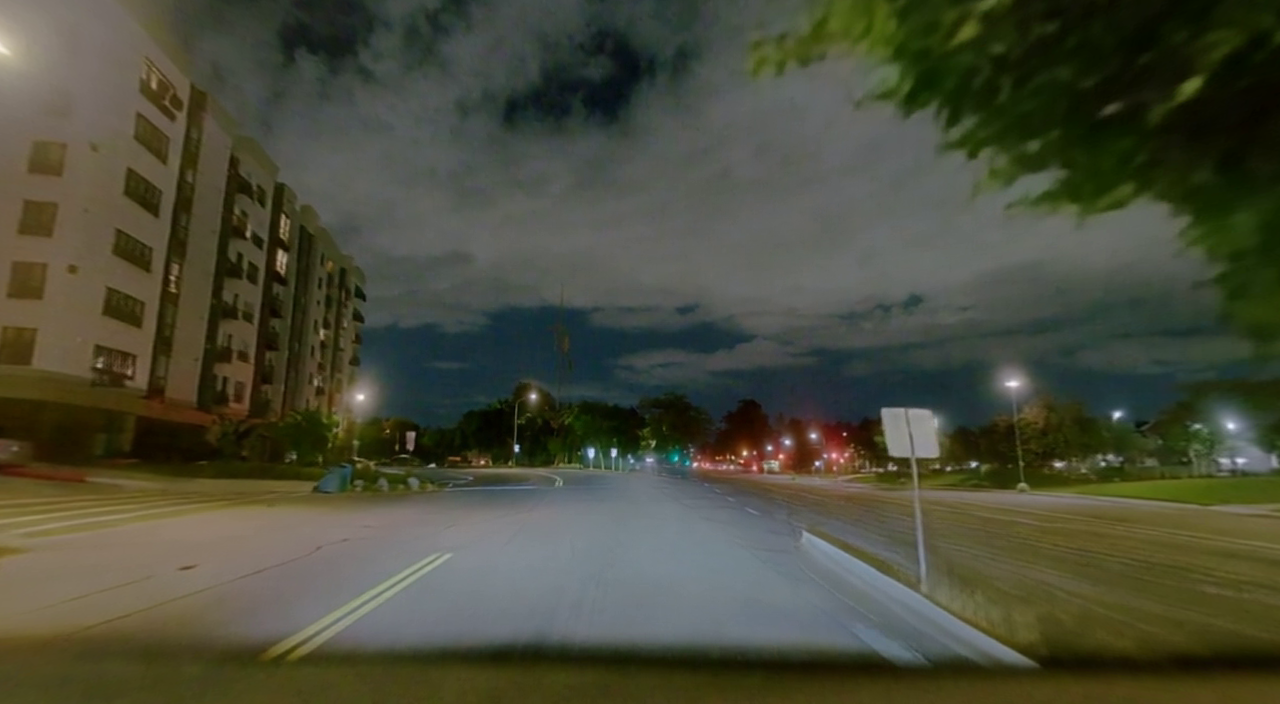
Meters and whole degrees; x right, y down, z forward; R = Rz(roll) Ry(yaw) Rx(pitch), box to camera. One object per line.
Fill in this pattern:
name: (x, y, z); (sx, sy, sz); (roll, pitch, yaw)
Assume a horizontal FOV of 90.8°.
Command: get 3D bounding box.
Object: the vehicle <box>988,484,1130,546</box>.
vehicle: (16.843, 6.524, 25.803); (2.144, 1.939, 4.973); (0, -9, -3)
